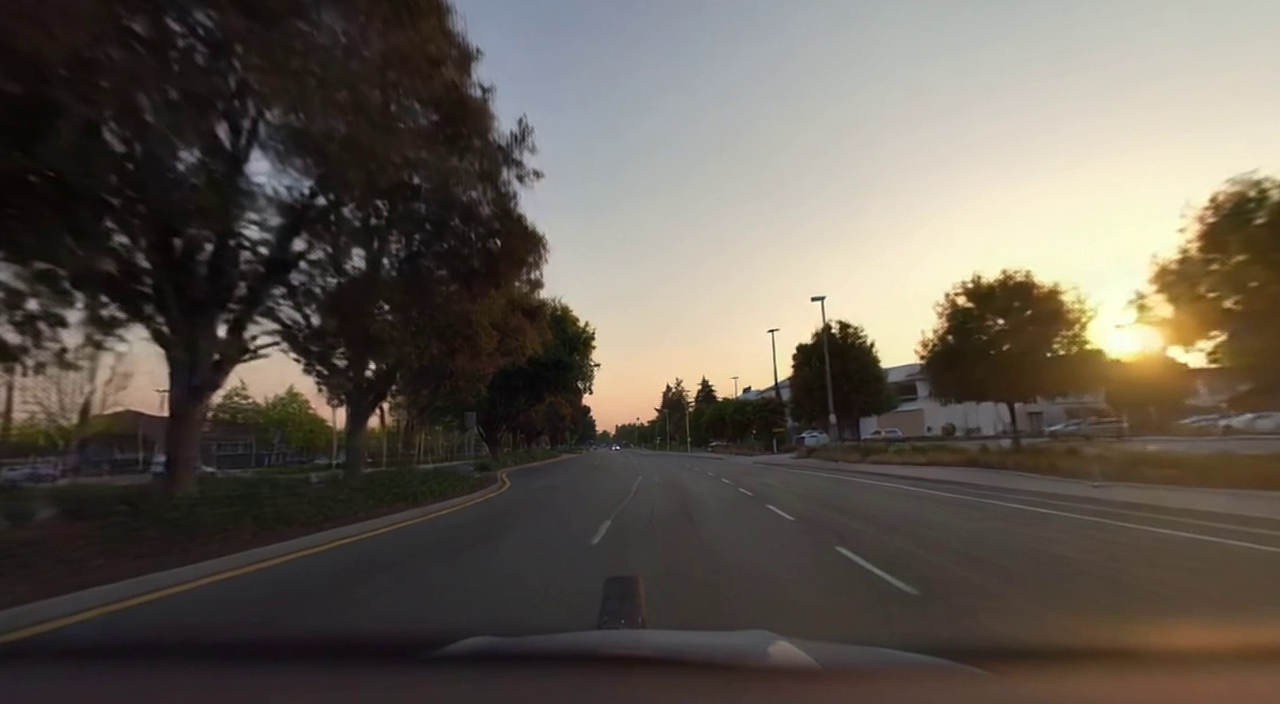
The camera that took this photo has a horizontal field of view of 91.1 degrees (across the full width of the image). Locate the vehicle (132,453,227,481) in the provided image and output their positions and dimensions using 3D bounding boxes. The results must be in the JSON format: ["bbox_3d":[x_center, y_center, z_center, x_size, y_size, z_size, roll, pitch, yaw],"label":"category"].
[{"bbox_3d":[-34.942,8.714,47.915,2.510,1.873,5.815,-1,-9,6],"label":"vehicle"}]
